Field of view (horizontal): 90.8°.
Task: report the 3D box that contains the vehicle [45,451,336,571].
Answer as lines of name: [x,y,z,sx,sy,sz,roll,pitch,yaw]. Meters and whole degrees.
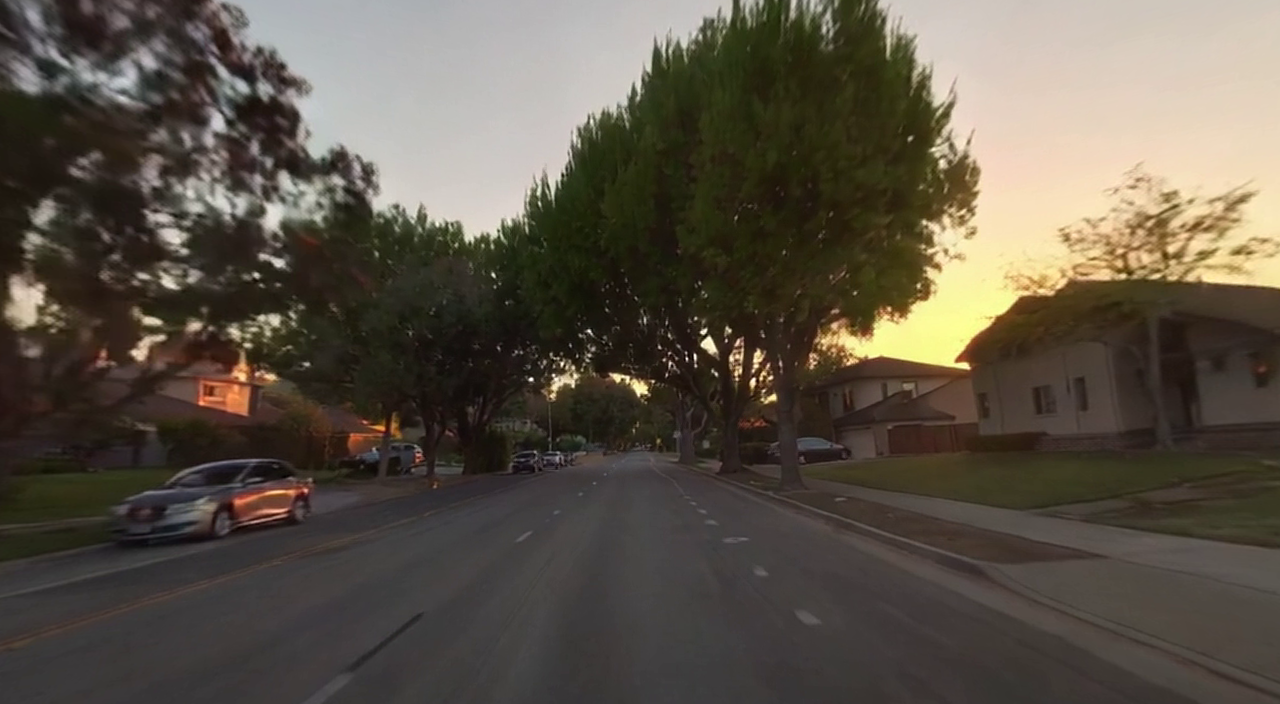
vehicle: [-7.554,2.664,11.422,1.973,1.500,4.781,-5,-9,-3]

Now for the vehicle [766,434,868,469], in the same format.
vehicle: [8.899,5.009,31.974,4.535,1.697,1.968,0,-9,-1]

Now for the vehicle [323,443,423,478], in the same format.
vehicle: [-14.647,5.943,34.801,4.602,1.847,1.976,-1,-9,4]

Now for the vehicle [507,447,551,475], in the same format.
vehicle: [-7.829,7.721,45.084,2.122,1.739,4.770,-5,-8,0]
